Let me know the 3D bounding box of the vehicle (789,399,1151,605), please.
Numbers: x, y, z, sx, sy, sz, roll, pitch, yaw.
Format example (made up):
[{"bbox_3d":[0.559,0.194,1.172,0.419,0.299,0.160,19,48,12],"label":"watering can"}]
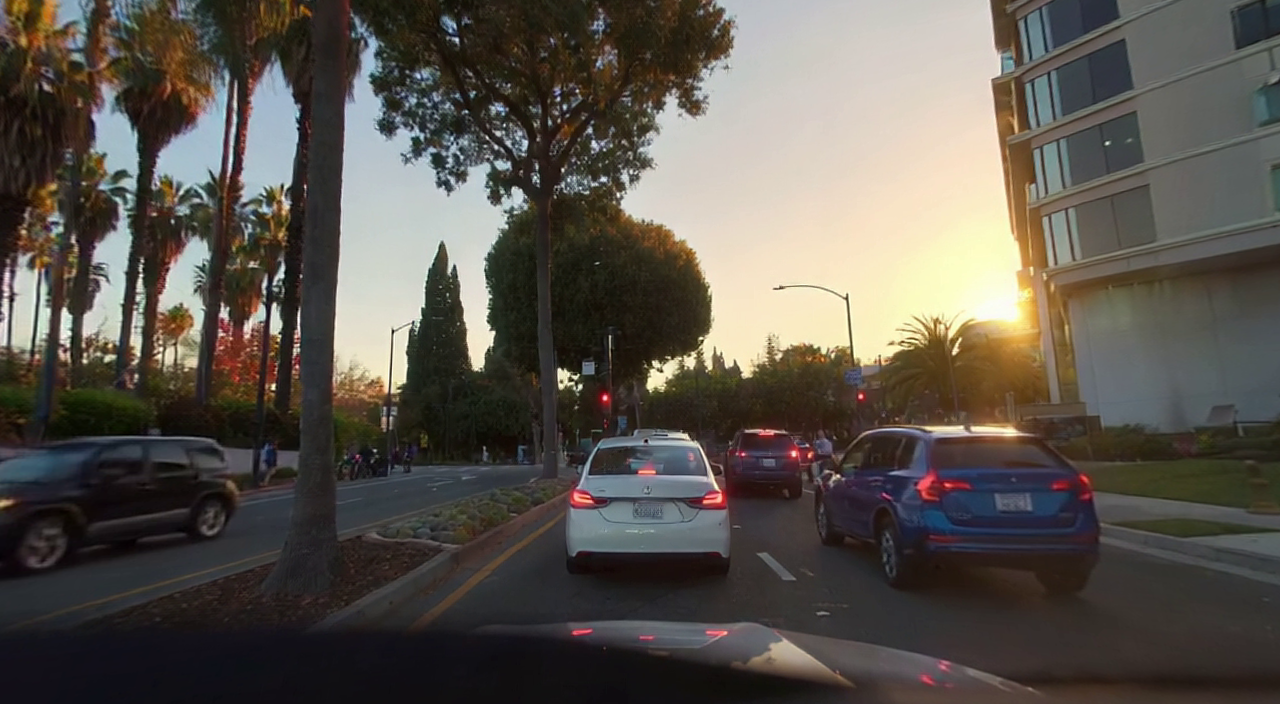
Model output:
[{"bbox_3d":[3.316,1.589,7.581,2.003,1.733,4.319,0,-8,1],"label":"vehicle"}]

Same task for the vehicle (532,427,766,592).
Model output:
[{"bbox_3d":[0.122,1.714,7.716,2.088,1.452,3.993,-1,-8,1],"label":"vehicle"}]

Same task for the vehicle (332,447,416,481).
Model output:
[{"bbox_3d":[-13.202,5.555,31.710,1.965,1.507,4.725,-1,-8,2],"label":"vehicle"}]

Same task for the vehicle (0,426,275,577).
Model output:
[{"bbox_3d":[-7.931,2.033,9.442,2.053,1.693,4.198,-1,-8,7],"label":"vehicle"}]
